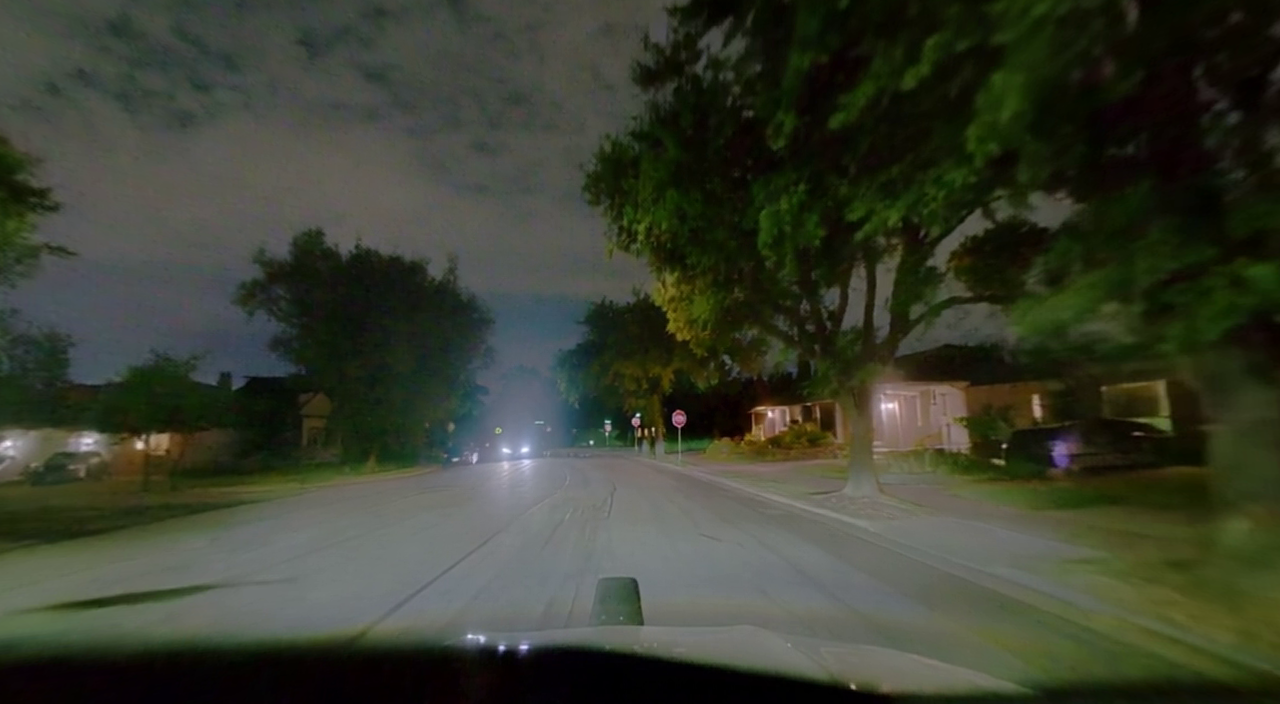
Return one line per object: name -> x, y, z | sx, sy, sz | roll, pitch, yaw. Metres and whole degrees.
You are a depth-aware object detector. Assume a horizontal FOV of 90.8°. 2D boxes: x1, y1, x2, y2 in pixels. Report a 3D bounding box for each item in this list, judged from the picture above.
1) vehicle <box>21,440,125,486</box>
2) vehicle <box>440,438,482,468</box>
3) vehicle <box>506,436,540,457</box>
vehicle -> -24.210, 4.700, 27.237 | 1.973, 1.787, 5.045 | 4, -9, -27
vehicle -> -10.397, 5.879, 36.995 | 1.994, 1.656, 4.334 | 2, -9, -12
vehicle -> -8.792, 7.166, 47.868 | 2.146, 1.506, 4.885 | 1, -8, -7
